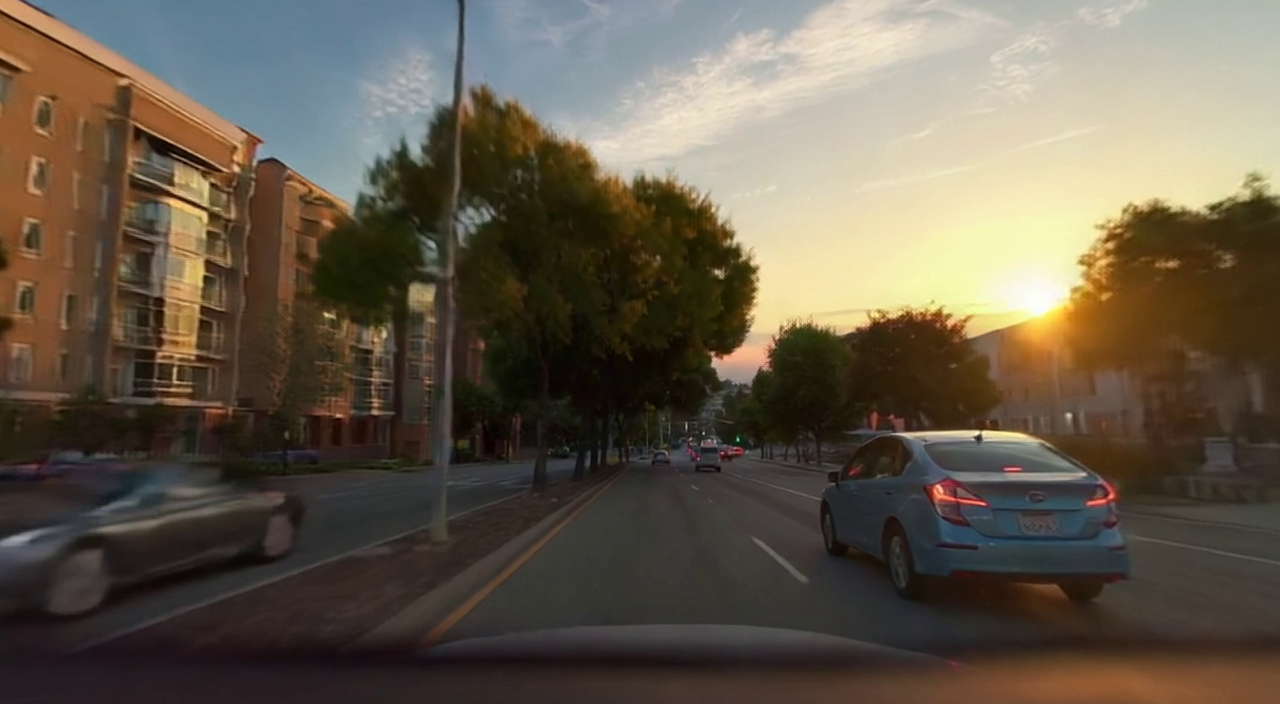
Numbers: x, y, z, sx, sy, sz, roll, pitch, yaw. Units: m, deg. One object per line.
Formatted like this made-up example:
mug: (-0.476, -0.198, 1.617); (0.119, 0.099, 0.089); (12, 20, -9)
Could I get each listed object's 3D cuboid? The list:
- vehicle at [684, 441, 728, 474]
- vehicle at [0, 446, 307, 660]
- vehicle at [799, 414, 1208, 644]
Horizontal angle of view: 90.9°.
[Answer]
vehicle: (3.925, 6.385, 38.255); (2.154, 1.844, 4.634); (0, -8, 0)
vehicle: (-5.393, 1.657, 6.111); (1.953, 1.462, 4.297); (0, -8, 1)
vehicle: (3.128, 1.574, 6.594); (1.901, 1.634, 3.952); (0, -8, 0)
